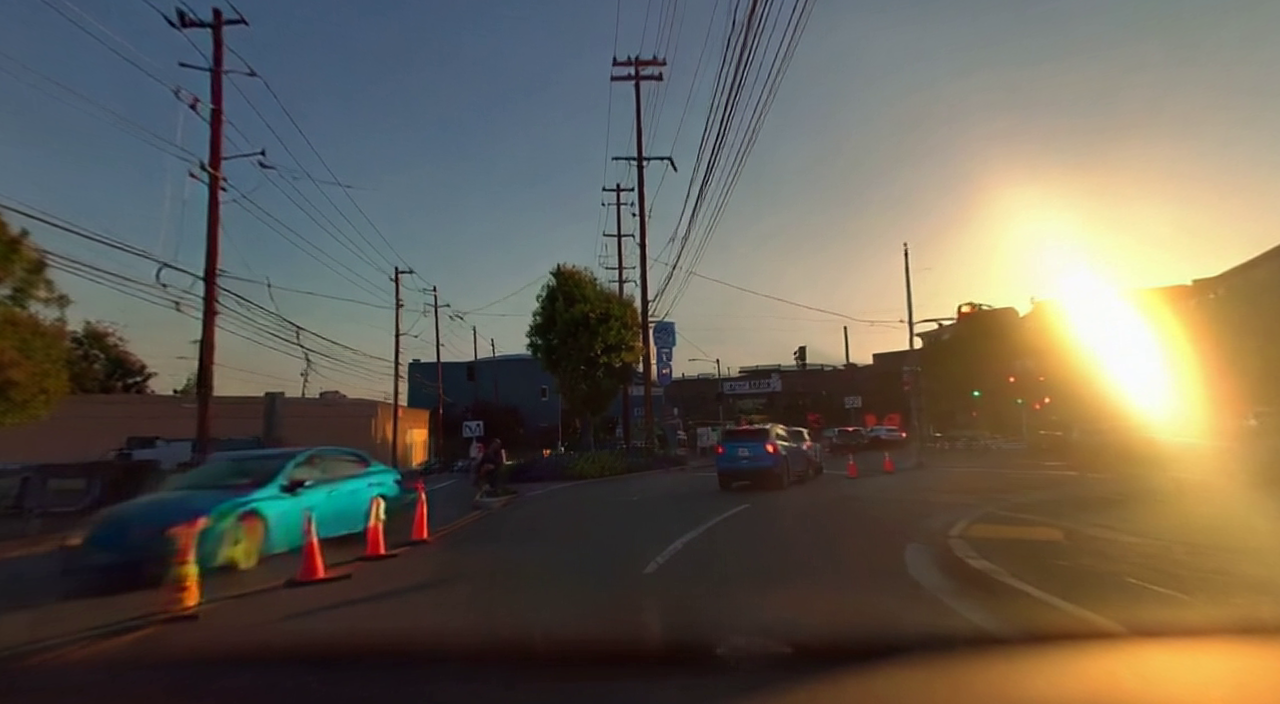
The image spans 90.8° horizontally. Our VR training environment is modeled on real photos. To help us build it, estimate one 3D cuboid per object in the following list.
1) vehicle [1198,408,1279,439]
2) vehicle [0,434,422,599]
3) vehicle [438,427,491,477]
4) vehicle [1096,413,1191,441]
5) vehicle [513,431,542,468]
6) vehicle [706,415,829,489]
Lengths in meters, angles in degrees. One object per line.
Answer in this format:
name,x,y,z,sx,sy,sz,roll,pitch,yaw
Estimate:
vehicle,36.409,4.249,37.377,1.922,1.704,4.550,5,-10,-32
vehicle,-4.982,1.905,8.423,2.103,1.526,4.743,-1,-8,5
vehicle,-10.357,5.903,37.497,2.185,2.644,3.306,-5,-8,-4
vehicle,33.337,5.039,41.929,1.937,1.688,4.382,5,-10,-35
vehicle,-8.617,7.481,48.575,1.959,2.654,4.078,1,-8,-7
vehicle,3.969,2.951,18.862,2.256,1.859,5.118,-4,-9,27
